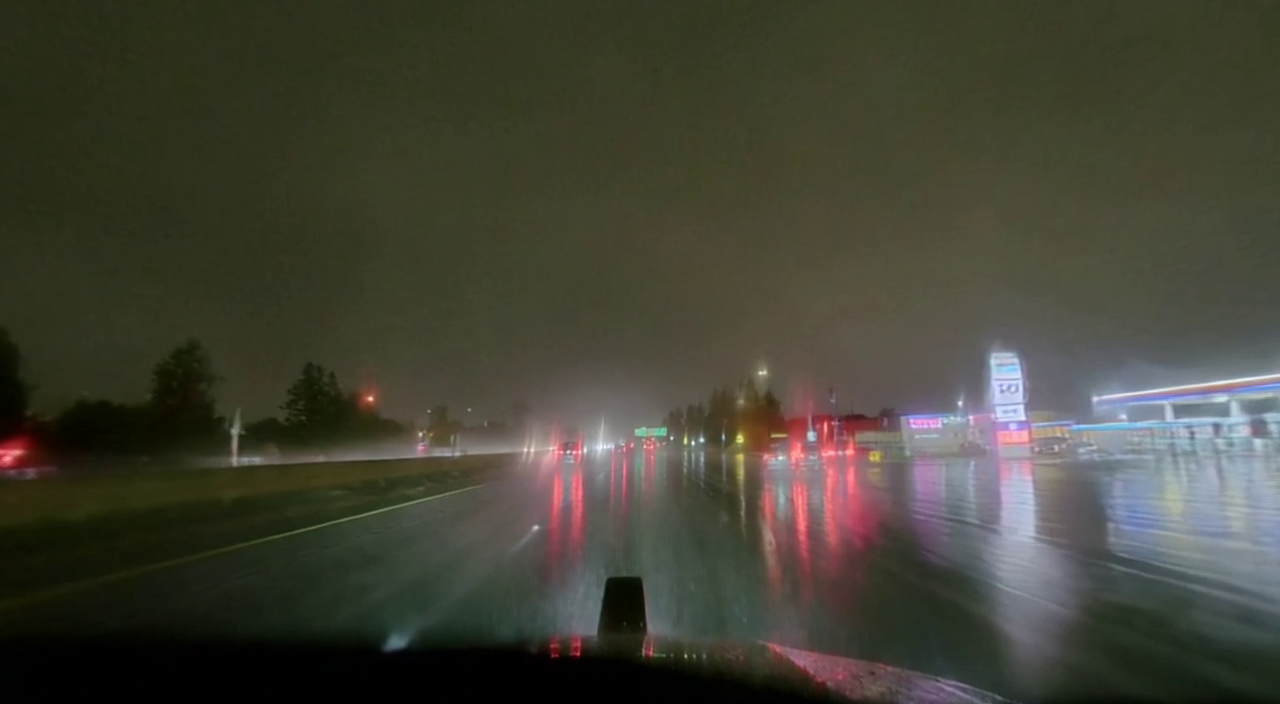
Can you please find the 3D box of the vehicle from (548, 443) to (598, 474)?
[{"bbox_3d":[-3.386,5.498,32.752,2.114,1.510,4.186,-1,-9,1],"label":"vehicle"}]
